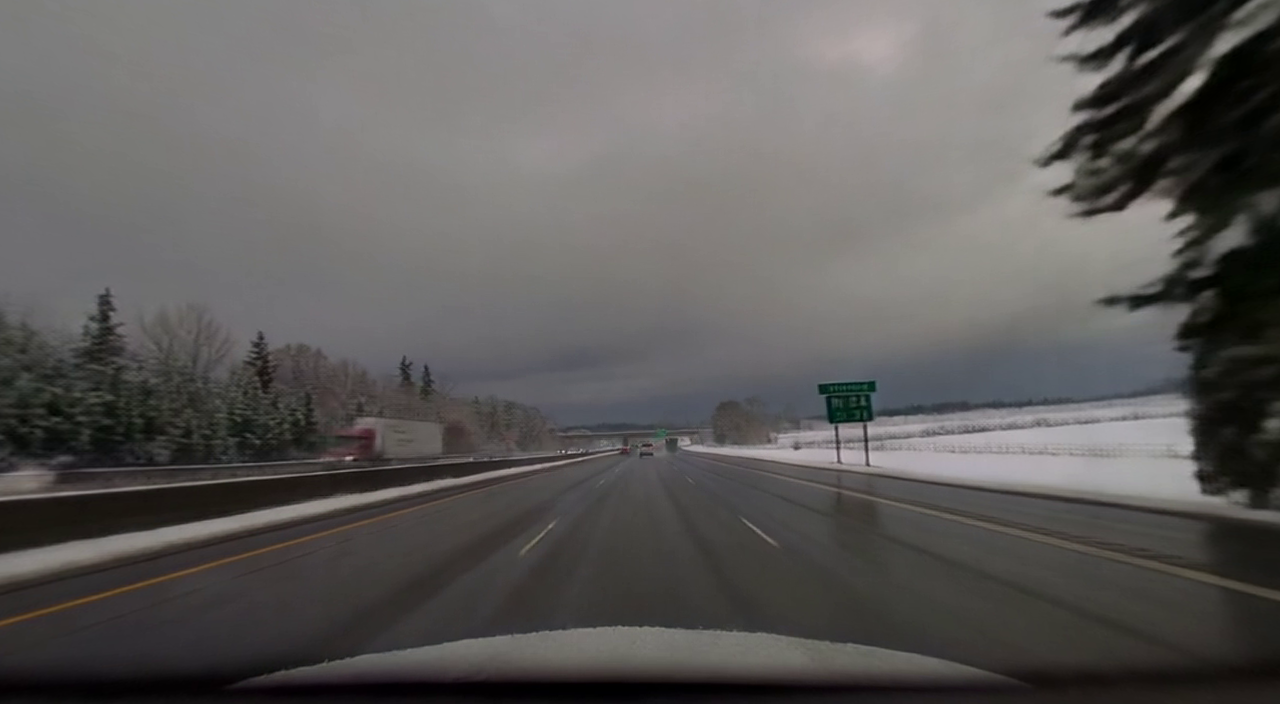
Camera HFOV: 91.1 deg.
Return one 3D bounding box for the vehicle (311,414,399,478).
[{"bbox_3d":[-19.044,6.350,42.484,3.022,3.977,5.909,-1,-9,0],"label":"vehicle"}]
